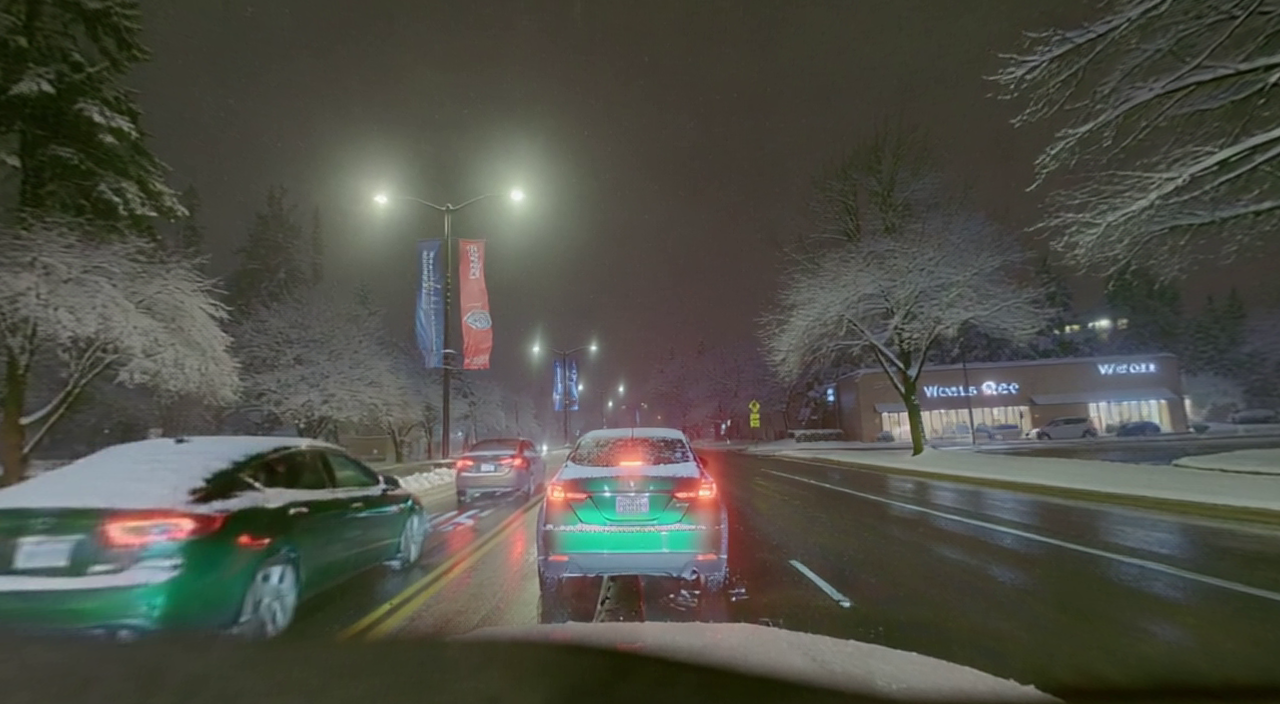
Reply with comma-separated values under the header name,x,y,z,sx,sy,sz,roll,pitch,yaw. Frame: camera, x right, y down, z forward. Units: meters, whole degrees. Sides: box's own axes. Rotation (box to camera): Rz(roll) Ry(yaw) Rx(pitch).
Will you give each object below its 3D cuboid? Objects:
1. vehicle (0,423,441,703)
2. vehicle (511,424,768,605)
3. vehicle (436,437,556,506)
name,x,y,z,sx,sy,sz,roll,pitch,yaw
vehicle,-3.352,1.402,5.337,1.952,1.431,4.383,0,-8,-1
vehicle,-0.062,1.642,7.292,2.126,1.475,3.967,0,-8,-2
vehicle,-3.459,2.947,16.098,1.961,1.487,4.453,0,-8,1
